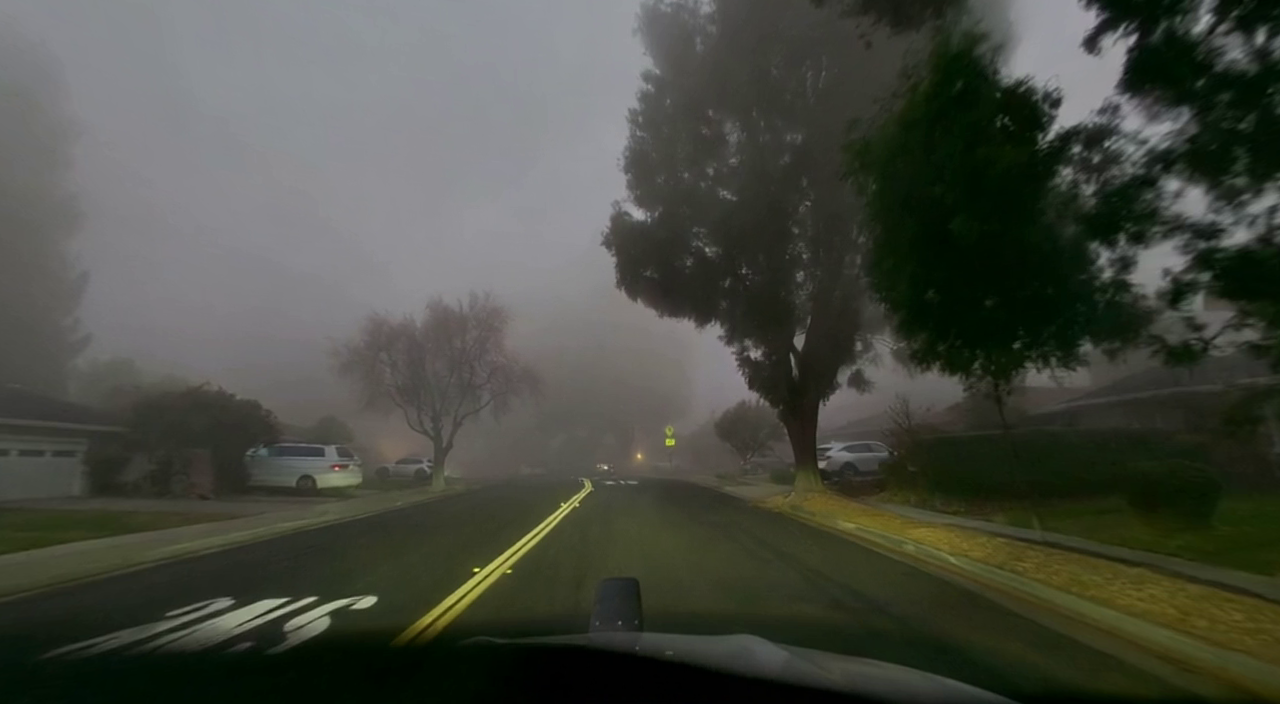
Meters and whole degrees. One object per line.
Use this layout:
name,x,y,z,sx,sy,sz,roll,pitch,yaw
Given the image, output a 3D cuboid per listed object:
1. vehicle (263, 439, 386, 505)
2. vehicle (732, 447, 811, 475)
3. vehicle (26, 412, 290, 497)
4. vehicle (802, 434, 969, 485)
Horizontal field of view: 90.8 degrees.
vehicle,-10.249,3.888,21.041,2.073,1.899,4.869,0,-8,-7
vehicle,8.141,6.737,39.152,4.284,1.522,1.893,1,-8,-18
vehicle,-14.121,3.060,19.053,5.662,2.292,2.422,2,-10,-14
vehicle,9.308,4.032,24.050,5.751,1.733,2.138,2,-9,-17
